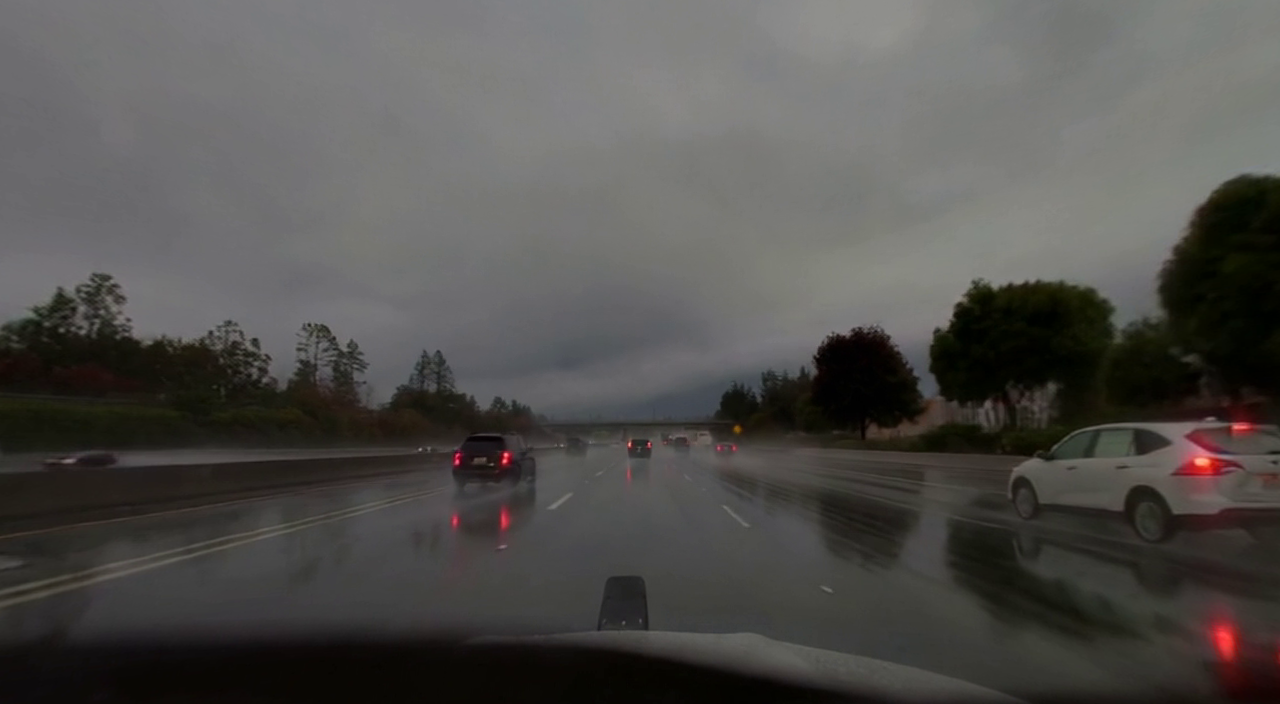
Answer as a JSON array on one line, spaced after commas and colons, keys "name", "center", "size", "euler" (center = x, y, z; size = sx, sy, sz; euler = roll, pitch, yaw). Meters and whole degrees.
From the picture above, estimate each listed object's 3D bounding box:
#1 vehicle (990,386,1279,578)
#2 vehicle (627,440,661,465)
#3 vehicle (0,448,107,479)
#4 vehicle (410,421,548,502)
[{"name": "vehicle", "center": [6.988, 1.532, 8.101], "size": [2.123, 1.756, 4.959], "euler": [0, -8, 0]}, {"name": "vehicle", "center": [0.222, 6.239, 39.180], "size": [2.050, 1.452, 3.917], "euler": [0, -8, 0]}, {"name": "vehicle", "center": [-34.816, 6.511, 37.126], "size": [2.002, 1.666, 5.388], "euler": [0, -8, 1]}, {"name": "vehicle", "center": [-3.850, 2.743, 16.173], "size": [2.118, 1.750, 4.875], "euler": [0, -8, 2]}]
